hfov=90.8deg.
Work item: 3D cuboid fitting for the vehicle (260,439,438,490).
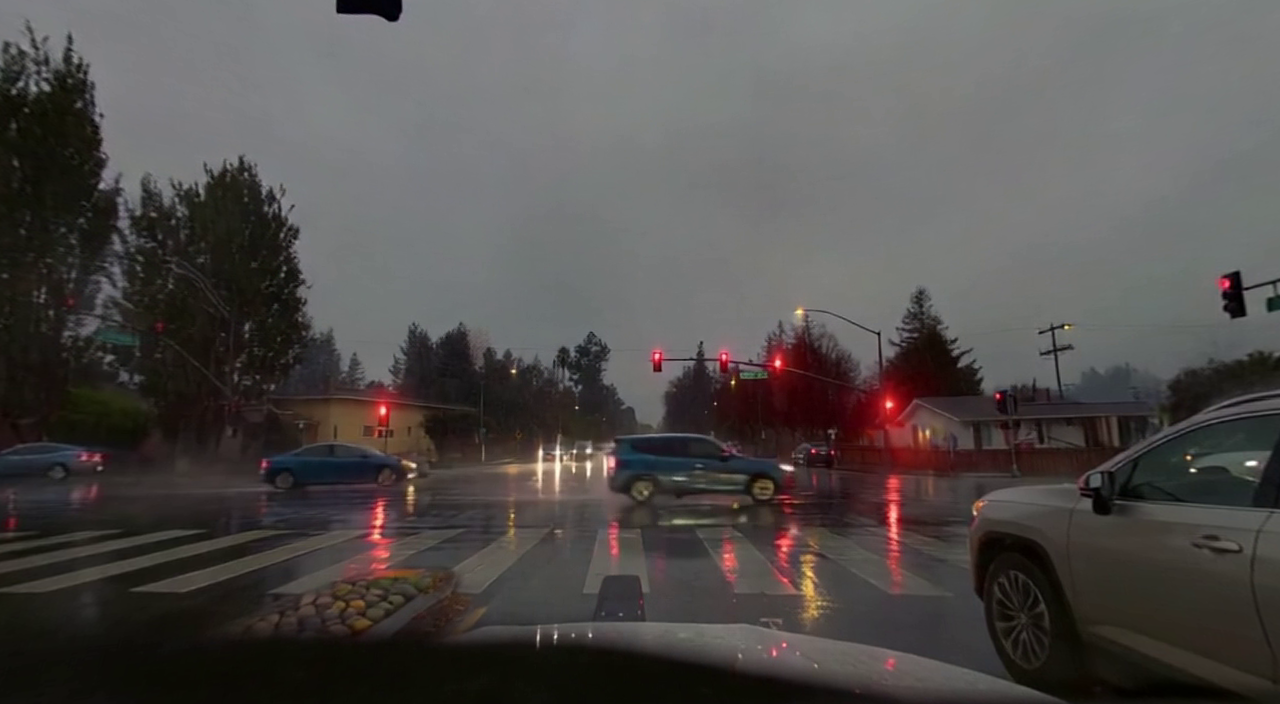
[{"bbox_3d":[-8.928,3.479,19.703,4.561,1.468,1.921,0,-8,-1],"label":"vehicle"}]

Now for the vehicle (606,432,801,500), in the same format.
[{"bbox_3d":[1.517,2.910,16.262,4.680,1.620,1.943,0,-8,-1],"label":"vehicle"}]

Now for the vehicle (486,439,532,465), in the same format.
[{"bbox_3d":[-8.977,6.865,43.641,2.028,1.654,5.027,0,-9,1],"label":"vehicle"}]

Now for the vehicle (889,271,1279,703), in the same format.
[{"bbox_3d":[2.704,0.714,1.718,2.085,1.800,4.908,0,-9,1],"label":"vehicle"}]

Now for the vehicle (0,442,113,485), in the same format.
[{"bbox_3d":[-22.264,4.003,22.772,4.710,1.470,1.794,1,-9,-3],"label":"vehicle"}]
